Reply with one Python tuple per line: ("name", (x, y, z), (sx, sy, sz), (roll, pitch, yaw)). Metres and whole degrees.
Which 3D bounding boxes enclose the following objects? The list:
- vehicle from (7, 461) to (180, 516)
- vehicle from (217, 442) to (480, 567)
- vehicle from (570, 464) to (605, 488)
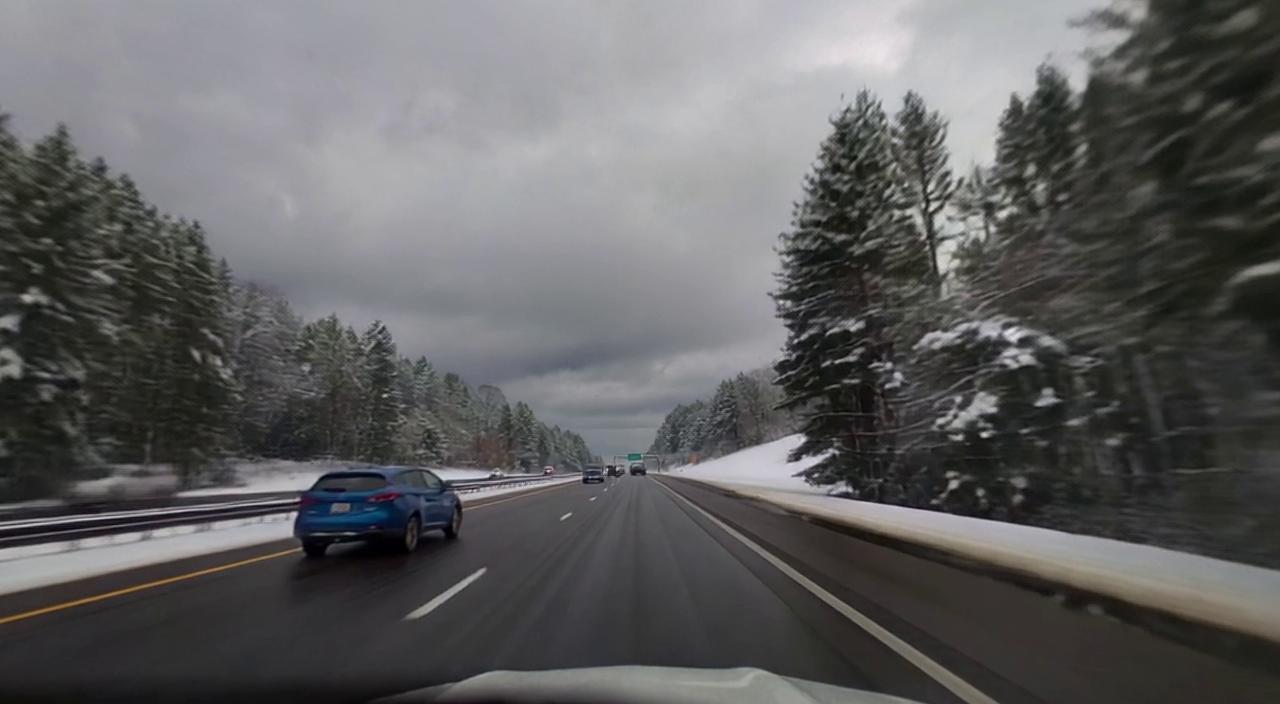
("vehicle", (-17.058, 4.266, 19.974), (1.862, 1.517, 3.936), (1, -11, 0))
("vehicle", (-4.268, 2.359, 10.313), (2.040, 1.525, 4.603), (1, -11, 1))
("vehicle", (-3.555, 8.590, 43.752), (2.006, 1.516, 4.820), (1, -11, 0))
